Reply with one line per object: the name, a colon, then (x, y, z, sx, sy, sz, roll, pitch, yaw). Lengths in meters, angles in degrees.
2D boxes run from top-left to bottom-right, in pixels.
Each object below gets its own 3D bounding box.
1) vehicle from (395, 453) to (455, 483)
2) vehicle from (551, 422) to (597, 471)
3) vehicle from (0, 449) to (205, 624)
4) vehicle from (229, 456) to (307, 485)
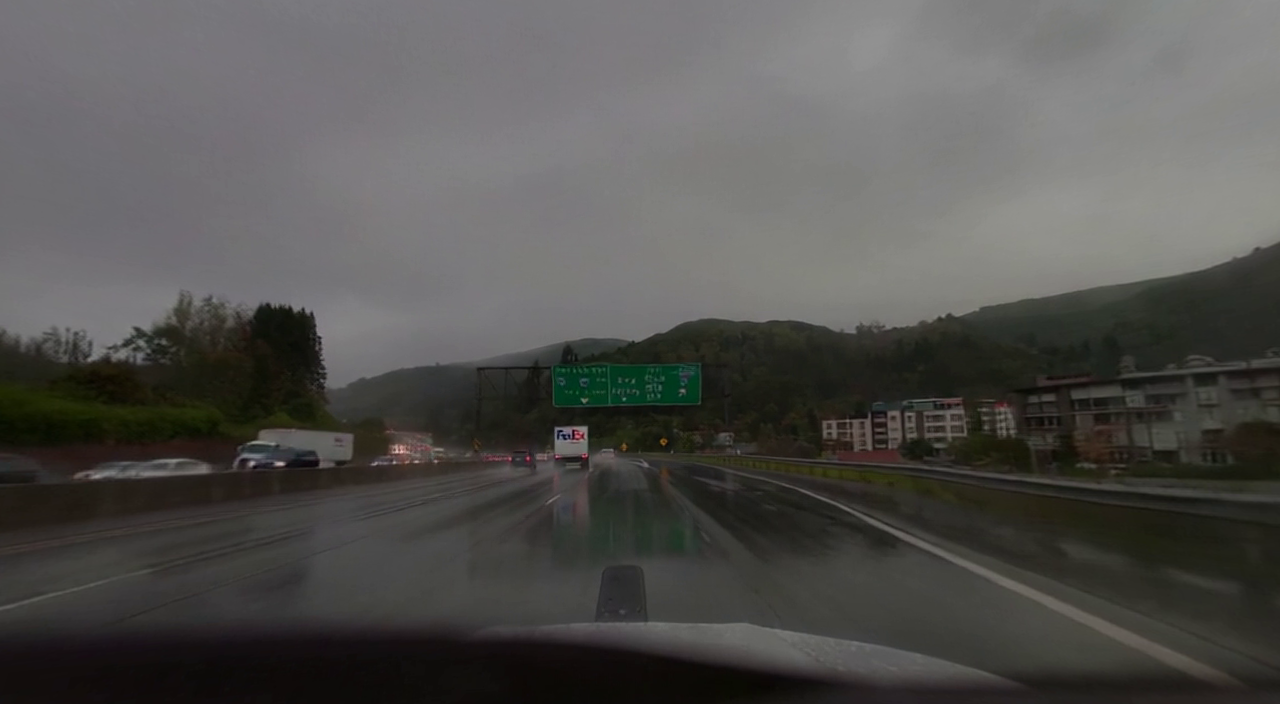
vehicle: (-11.922, 6.434, 35.252, 1.879, 1.431, 4.425, 0, -8, -1)
vehicle: (-4.793, 7.038, 46.883, 2.798, 3.212, 7.573, 2, -8, -2)
vehicle: (-7.747, 2.015, 7.153, 2.294, 1.710, 4.436, 1, -8, 2)
vehicle: (-21.443, 6.818, 36.601, 1.813, 1.448, 4.578, 0, -8, -1)
